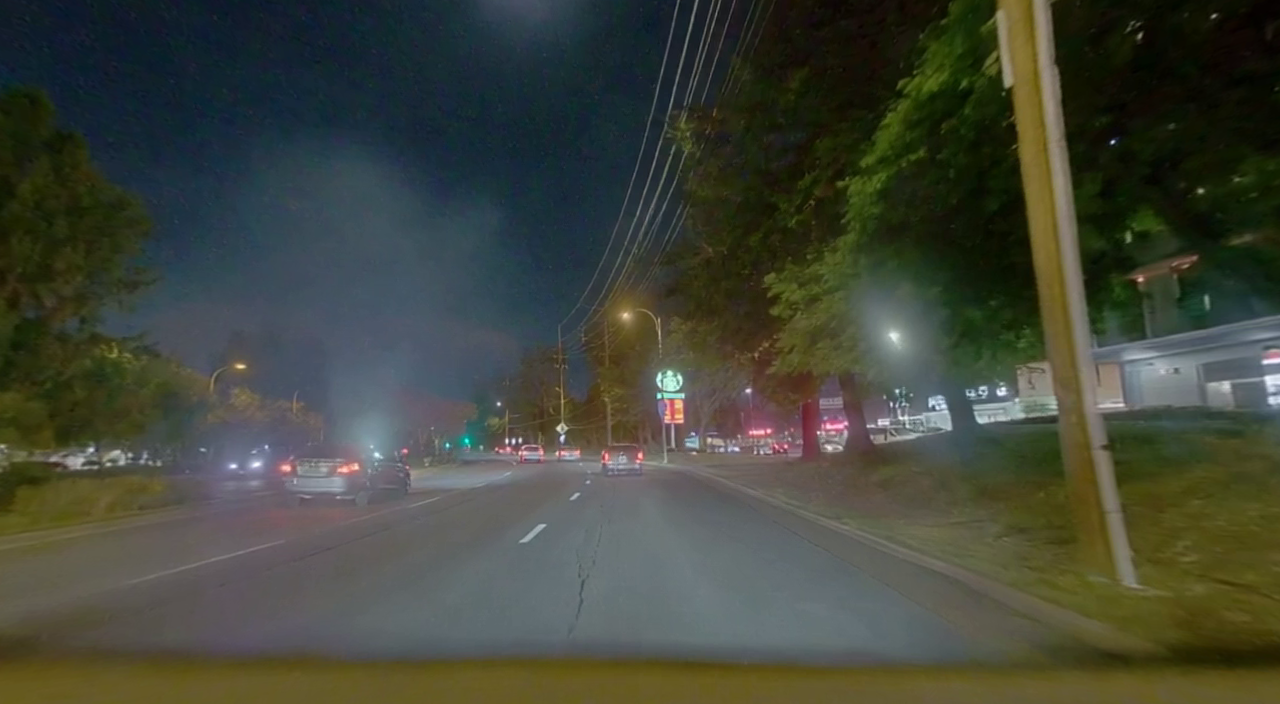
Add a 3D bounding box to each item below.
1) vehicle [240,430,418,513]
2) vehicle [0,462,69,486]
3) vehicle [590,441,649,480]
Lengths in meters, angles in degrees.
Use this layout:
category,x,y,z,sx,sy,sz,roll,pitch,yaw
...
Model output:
category,x,y,z,sx,sy,sz,roll,pitch,yaw
vehicle,-7.472,2.911,15.831,2.195,1.752,4.515,0,-8,-1
vehicle,-47.514,9.451,48.839,4.311,1.683,1.984,1,-9,-7
vehicle,-0.939,4.524,26.553,2.130,1.476,4.453,1,-9,-6
